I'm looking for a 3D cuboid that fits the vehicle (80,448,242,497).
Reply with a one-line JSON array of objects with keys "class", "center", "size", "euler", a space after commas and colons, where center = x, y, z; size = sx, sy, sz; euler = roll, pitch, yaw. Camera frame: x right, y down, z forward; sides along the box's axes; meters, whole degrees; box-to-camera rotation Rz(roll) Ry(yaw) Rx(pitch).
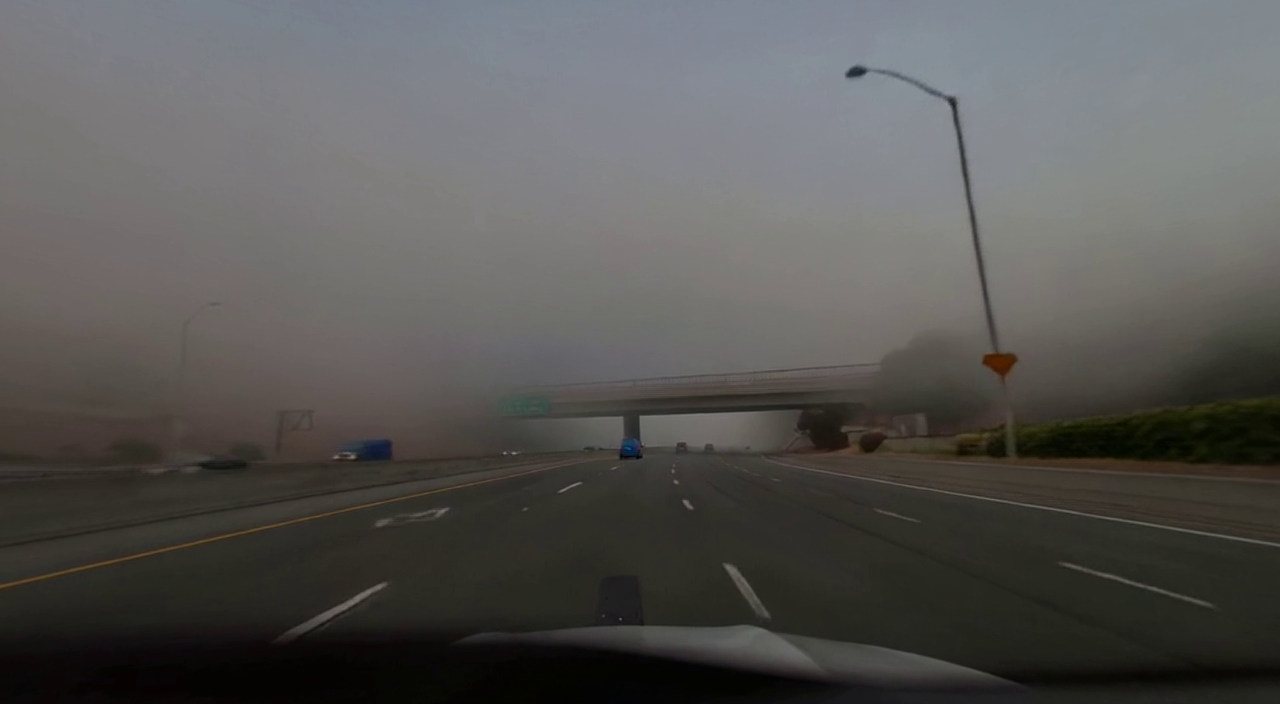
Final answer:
[{"class": "vehicle", "center": [-16.960, 4.256, 22.777], "size": [1.978, 1.510, 4.771], "euler": [0, -8, 2]}]
